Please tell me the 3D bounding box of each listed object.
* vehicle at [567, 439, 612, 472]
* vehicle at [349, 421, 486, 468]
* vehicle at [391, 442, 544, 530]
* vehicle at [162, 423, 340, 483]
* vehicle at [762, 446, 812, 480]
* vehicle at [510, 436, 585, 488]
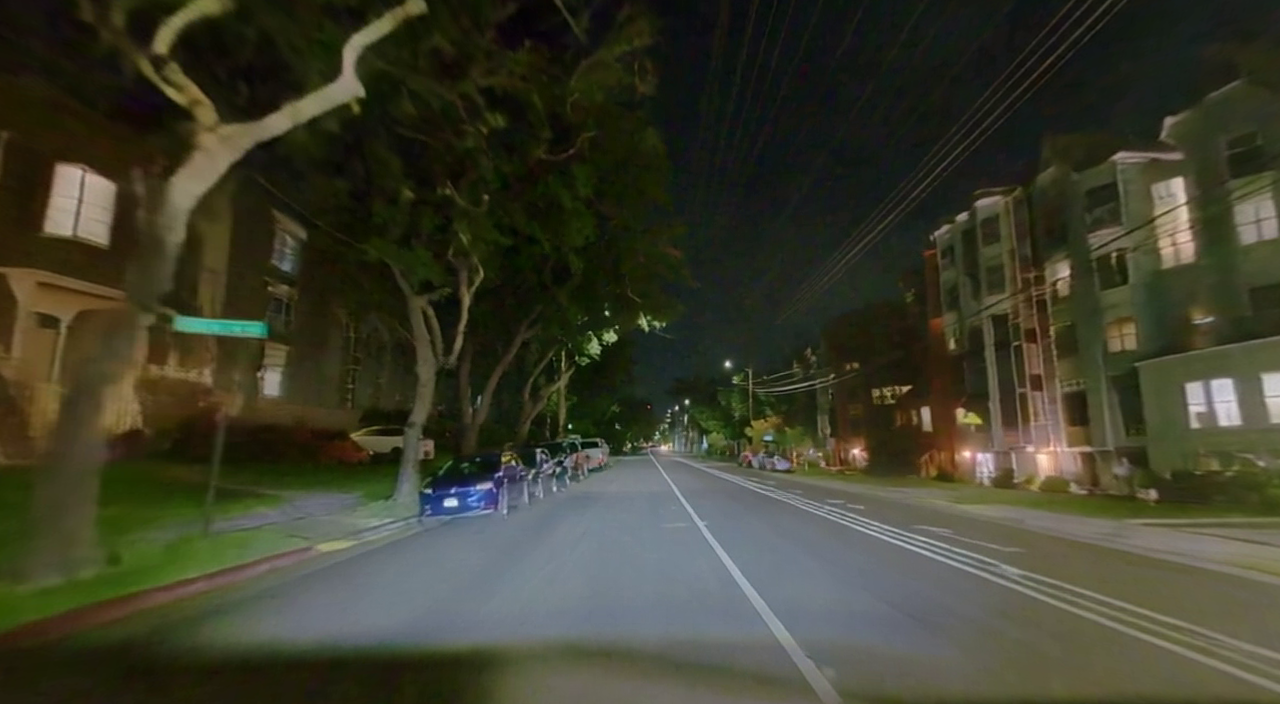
[{"bbox_3d":[-3.099,6.527,40.088,2.290,1.924,5.536,-1,-9,1],"label":"vehicle"},{"bbox_3d":[-11.629,4.914,33.451,6.180,2.011,2.493,3,-8,1],"label":"vehicle"},{"bbox_3d":[-3.473,2.787,13.818,1.917,1.516,4.898,-2,-9,1],"label":"vehicle"},{"bbox_3d":[-11.983,3.122,19.719,4.156,1.562,2.011,3,-8,0],"label":"vehicle"},{"bbox_3d":[9.838,7.461,42.722,2.156,1.882,4.790,7,-9,2],"label":"vehicle"},{"bbox_3d":[-3.414,4.200,24.420,2.127,1.737,4.961,-1,-9,0],"label":"vehicle"}]
